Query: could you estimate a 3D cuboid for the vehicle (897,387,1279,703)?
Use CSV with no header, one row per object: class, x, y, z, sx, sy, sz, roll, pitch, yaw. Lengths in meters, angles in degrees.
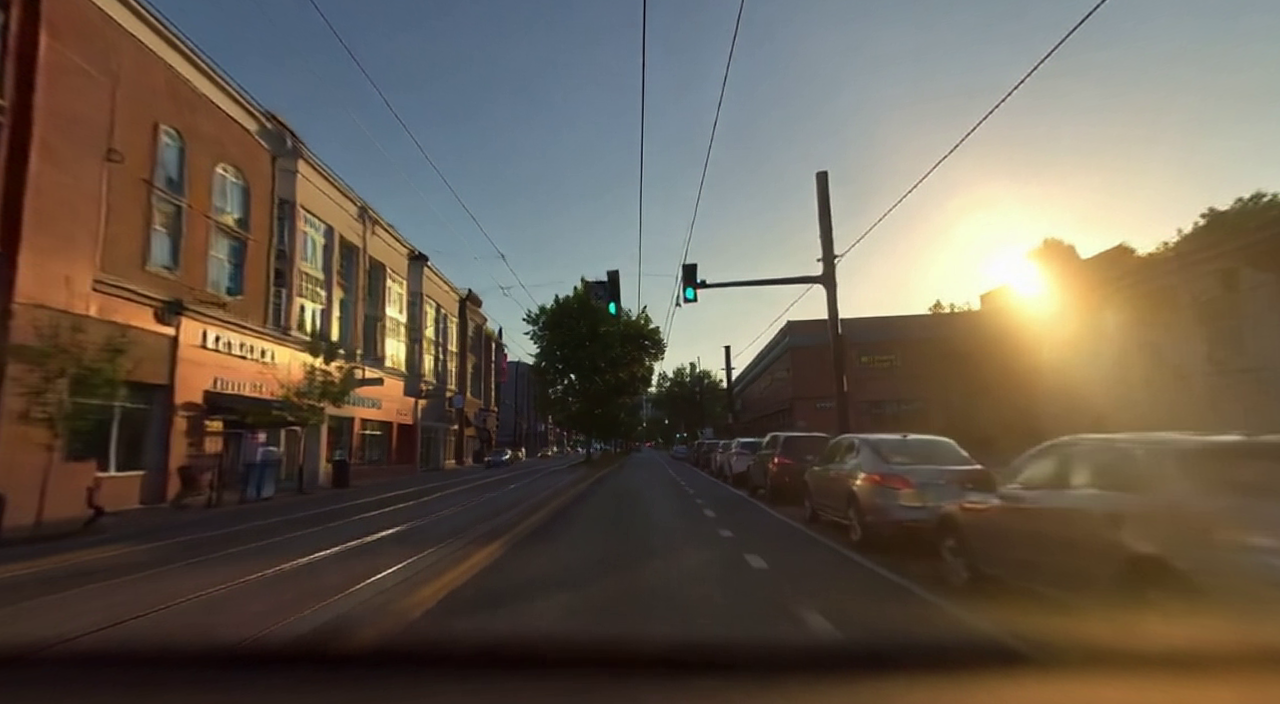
vehicle,3.598,1.178,4.639,1.808,1.541,3.644,-1,-8,0
